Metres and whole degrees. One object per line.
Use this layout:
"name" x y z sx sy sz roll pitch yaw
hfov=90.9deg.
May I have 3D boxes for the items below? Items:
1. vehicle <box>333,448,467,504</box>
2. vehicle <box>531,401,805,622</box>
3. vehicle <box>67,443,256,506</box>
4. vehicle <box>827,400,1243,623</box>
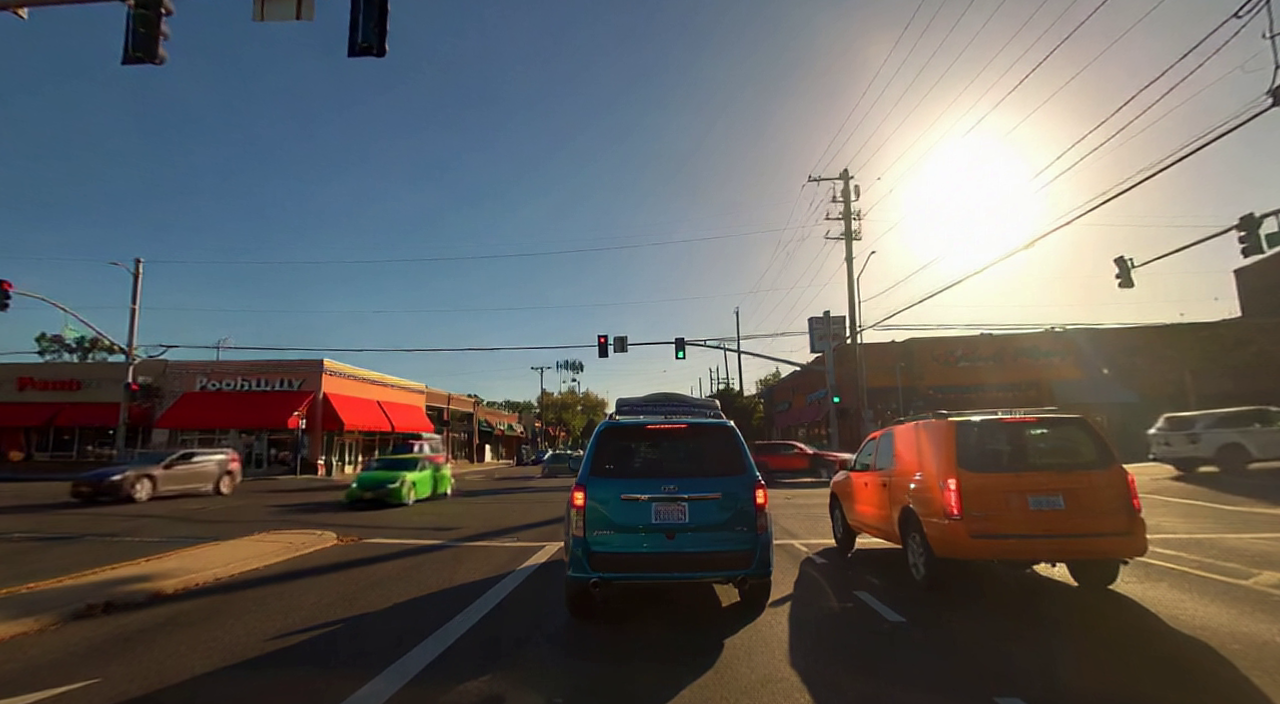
"vehicle" -7.158 3.736 19.471 2.017 1.468 4.663 -1 -8 4
"vehicle" 0.265 1.505 6.823 2.098 1.682 3.778 0 -8 2
"vehicle" -14.473 3.681 19.540 1.943 1.680 4.709 -1 -8 4
"vehicle" 3.614 1.514 6.945 1.976 1.664 4.189 -1 -8 3
